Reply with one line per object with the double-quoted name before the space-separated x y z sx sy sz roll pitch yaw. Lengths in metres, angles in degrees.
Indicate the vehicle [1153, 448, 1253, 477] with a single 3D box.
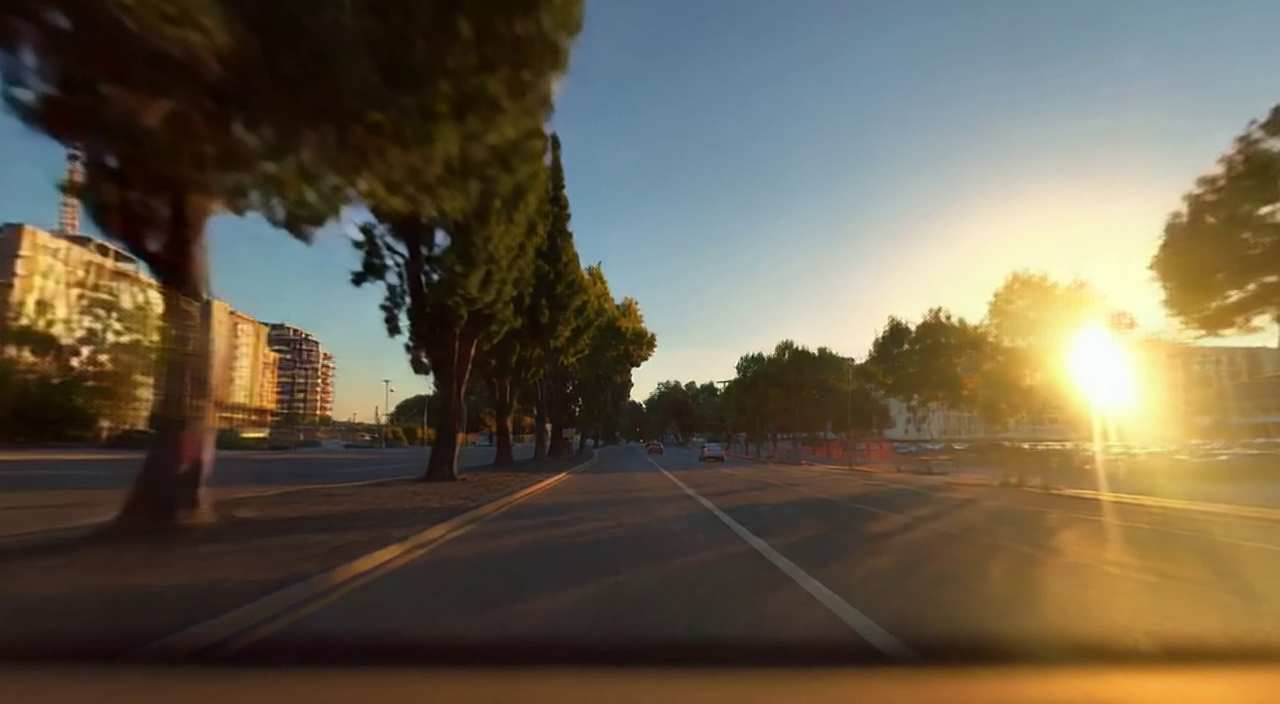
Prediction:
"vehicle" 36.708 7.178 41.242 4.623 1.714 2.066 -8 -12 43
